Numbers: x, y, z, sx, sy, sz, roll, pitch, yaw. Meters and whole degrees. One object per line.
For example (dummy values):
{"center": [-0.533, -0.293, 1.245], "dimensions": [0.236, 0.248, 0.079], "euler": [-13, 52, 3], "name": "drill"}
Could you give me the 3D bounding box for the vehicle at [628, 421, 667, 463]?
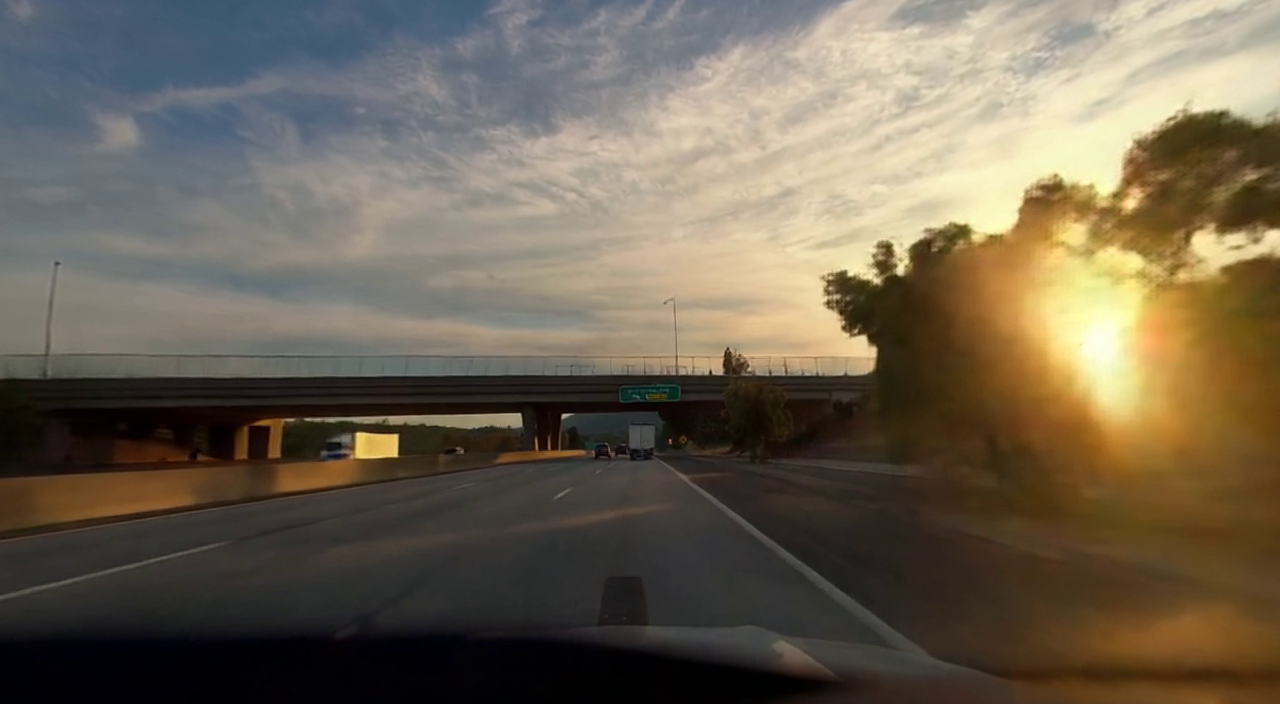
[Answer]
{"center": [0.475, 7.165, 49.901], "dimensions": [2.790, 3.075, 7.414], "euler": [0, -9, -2], "name": "vehicle"}
